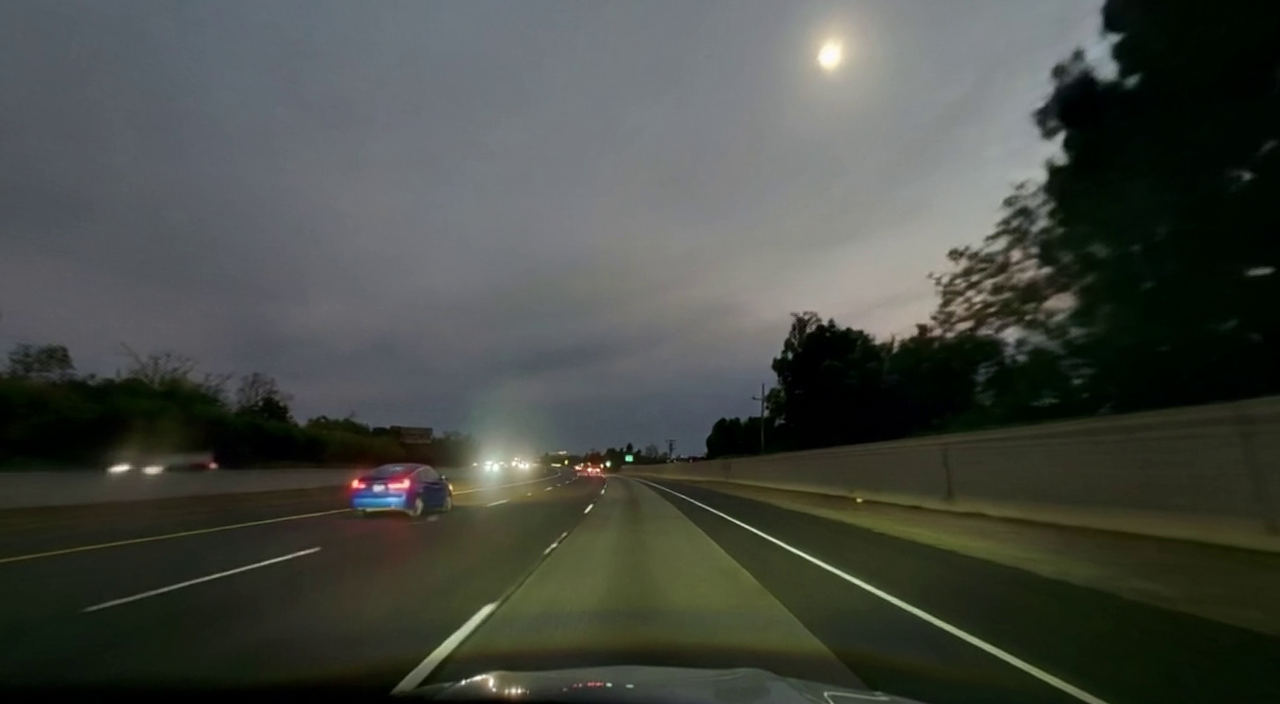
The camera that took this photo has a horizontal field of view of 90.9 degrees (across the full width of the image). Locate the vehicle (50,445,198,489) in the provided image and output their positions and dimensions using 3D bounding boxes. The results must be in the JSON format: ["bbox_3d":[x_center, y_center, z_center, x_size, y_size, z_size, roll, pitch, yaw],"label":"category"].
[{"bbox_3d":[-19.891,4.503,24.630,2.002,1.530,4.517,1,-10,-2],"label":"vehicle"}]

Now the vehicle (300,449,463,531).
[{"bbox_3d":[-6.224,3.396,15.897,2.194,1.704,4.421,1,-10,0],"label":"vehicle"}]
